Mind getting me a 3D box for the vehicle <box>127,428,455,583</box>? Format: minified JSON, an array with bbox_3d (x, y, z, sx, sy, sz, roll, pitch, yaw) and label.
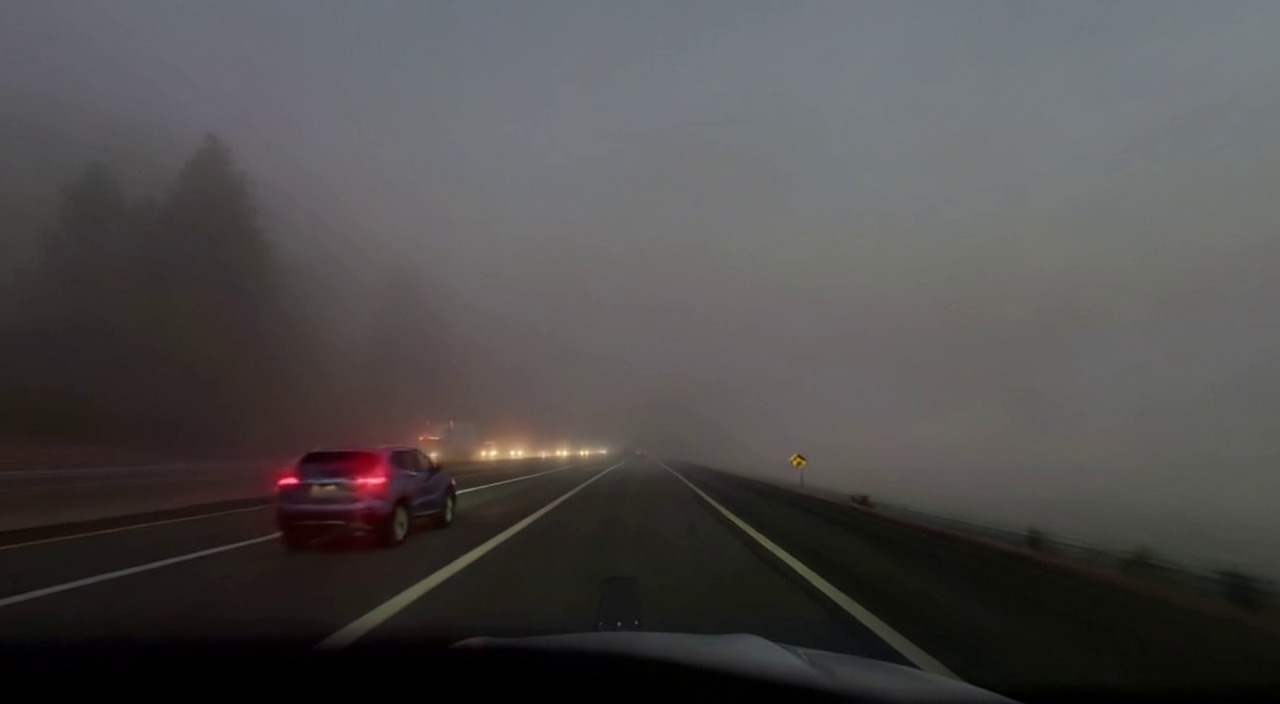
[{"bbox_3d":[-4.009,1.803,8.165,1.933,1.497,3.973,0,-9,0],"label":"vehicle"}]
